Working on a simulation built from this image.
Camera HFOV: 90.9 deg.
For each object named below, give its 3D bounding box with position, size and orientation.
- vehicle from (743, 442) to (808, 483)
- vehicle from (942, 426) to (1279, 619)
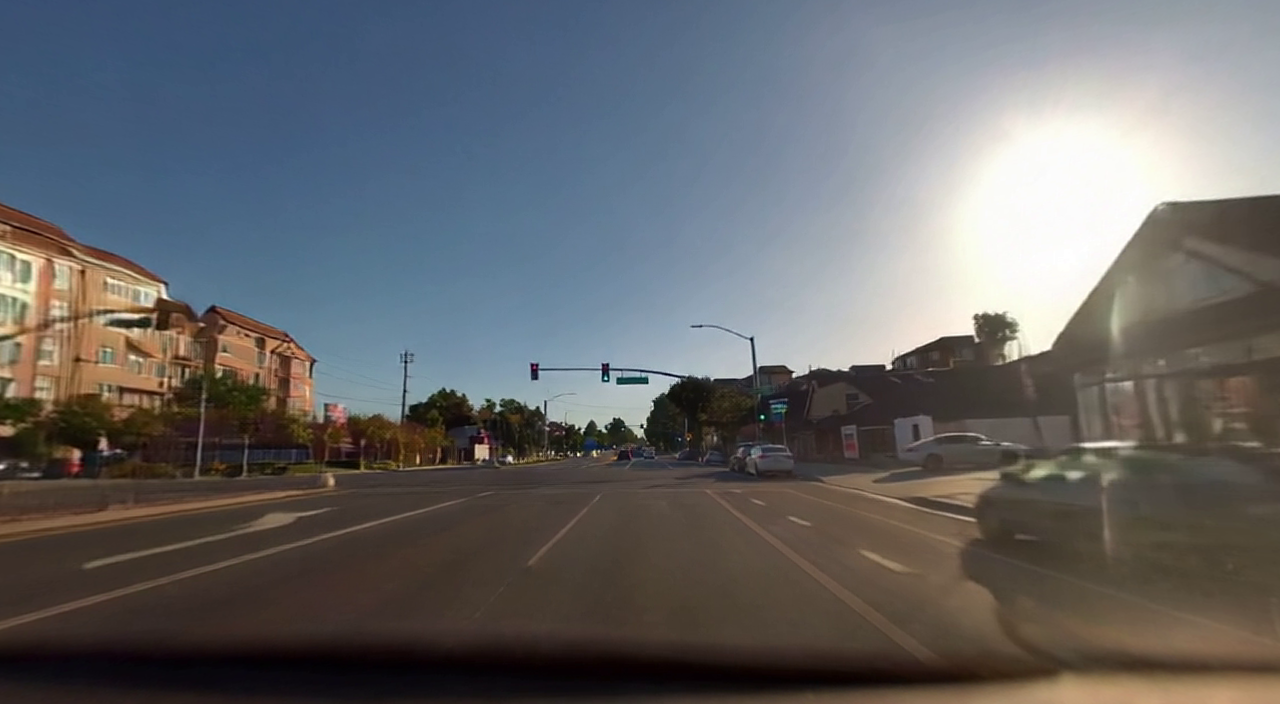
[{"bbox_3d":[6.026,4.995,28.754,1.845,1.664,5.285,0,-9,1],"label":"vehicle"},{"bbox_3d":[5.848,1.753,7.540,2.057,1.541,4.735,0,-9,-1],"label":"vehicle"}]
